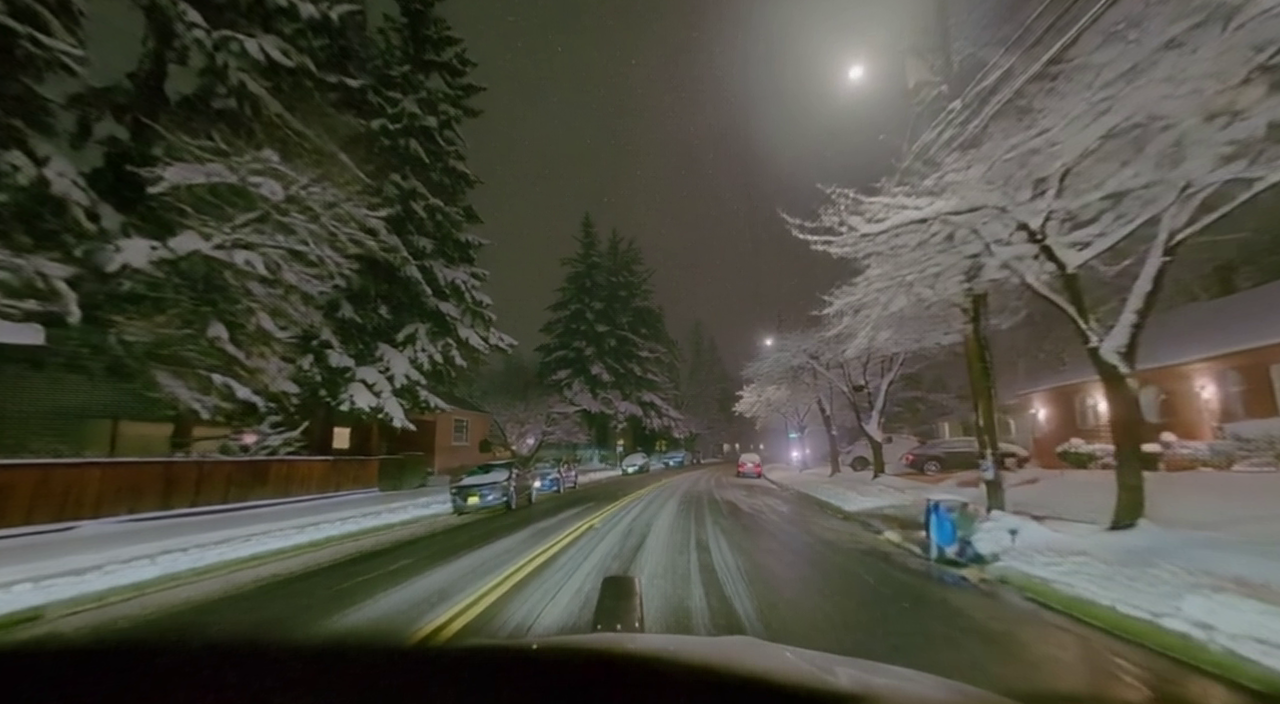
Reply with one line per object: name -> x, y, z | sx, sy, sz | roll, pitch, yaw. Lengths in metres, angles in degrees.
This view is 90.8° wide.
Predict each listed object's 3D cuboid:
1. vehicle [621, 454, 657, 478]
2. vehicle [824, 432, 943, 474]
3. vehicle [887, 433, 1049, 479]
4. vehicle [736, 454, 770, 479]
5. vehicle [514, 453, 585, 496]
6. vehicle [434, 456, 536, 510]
vehicle -> -0.025, 8.893, 49.017 | 2.005, 1.557, 4.172 | -3, -14, 11
vehicle -> 11.677, 4.901, 30.626 | 5.009, 1.906, 2.046 | -2, -9, 11
vehicle -> 11.813, 3.778, 23.016 | 4.744, 1.507, 1.953 | -1, -9, 3
vehicle -> 7.320, 7.366, 40.976 | 1.972, 1.460, 4.137 | -2, -9, 10
vehicle -> -3.864, 5.446, 27.784 | 1.972, 1.536, 4.347 | -3, -15, 7
vehicle -> -4.873, 4.339, 20.522 | 1.886, 1.494, 4.149 | -2, -15, 6
